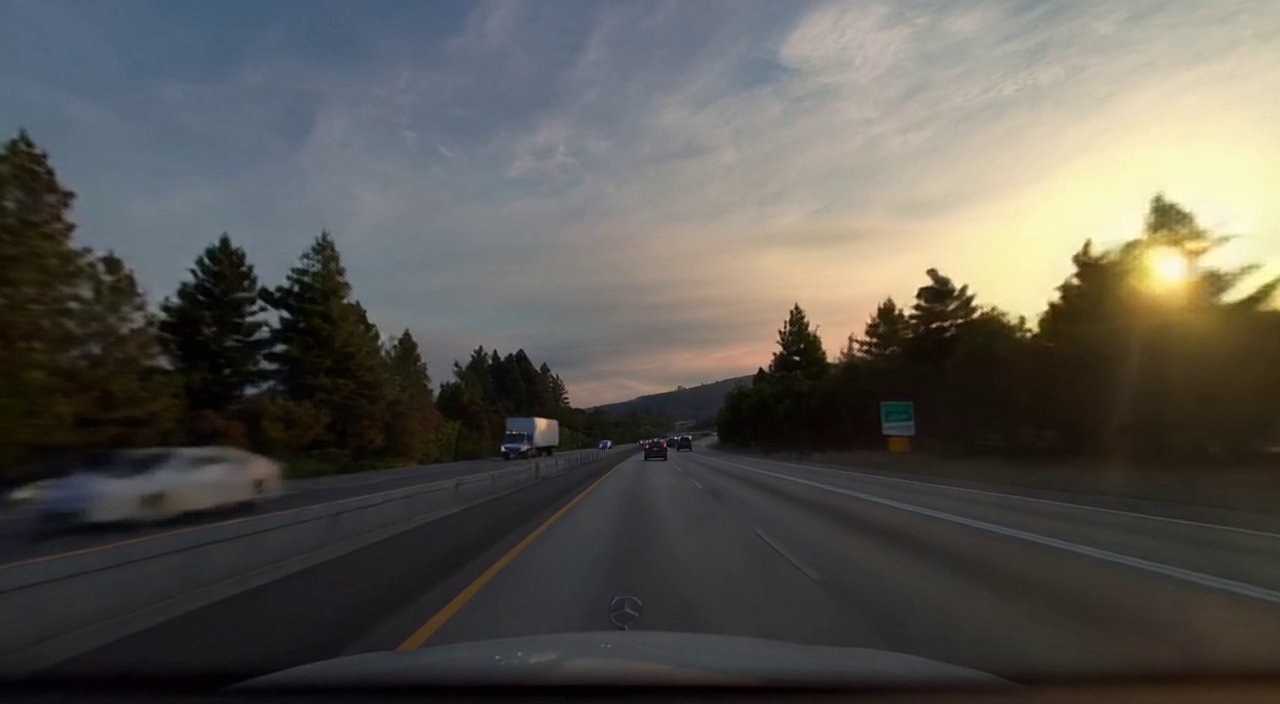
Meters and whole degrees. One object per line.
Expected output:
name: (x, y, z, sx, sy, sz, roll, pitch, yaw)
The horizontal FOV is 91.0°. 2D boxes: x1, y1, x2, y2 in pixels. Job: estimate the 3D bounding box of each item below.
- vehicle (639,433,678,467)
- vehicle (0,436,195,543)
vehicle: (1.164, 6.097, 39.261, 2.301, 1.944, 4.554, 0, -8, 2)
vehicle: (-10.127, 2.238, 10.852, 1.850, 1.523, 4.054, 0, -8, 1)
